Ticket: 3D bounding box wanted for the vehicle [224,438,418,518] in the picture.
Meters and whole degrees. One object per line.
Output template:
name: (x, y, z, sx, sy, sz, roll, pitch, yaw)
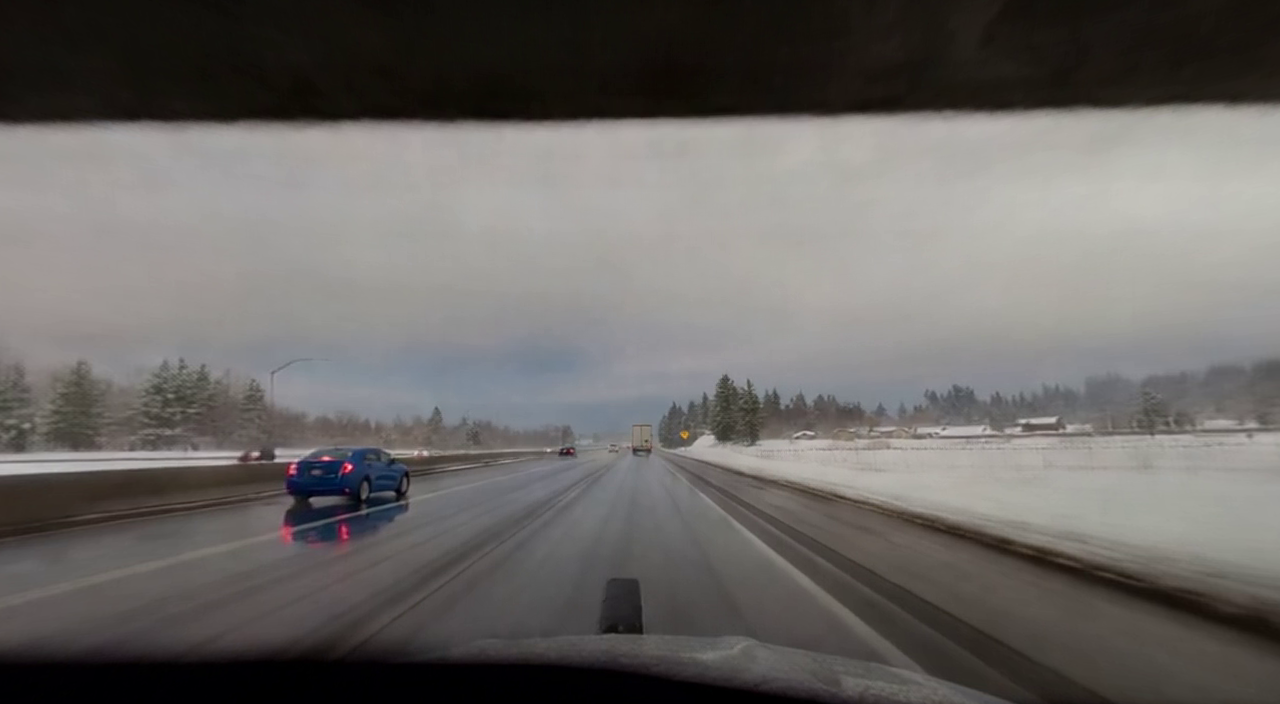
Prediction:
vehicle: (-7.104, 2.826, 14.744, 2.096, 1.541, 4.610, 0, -8, 0)
